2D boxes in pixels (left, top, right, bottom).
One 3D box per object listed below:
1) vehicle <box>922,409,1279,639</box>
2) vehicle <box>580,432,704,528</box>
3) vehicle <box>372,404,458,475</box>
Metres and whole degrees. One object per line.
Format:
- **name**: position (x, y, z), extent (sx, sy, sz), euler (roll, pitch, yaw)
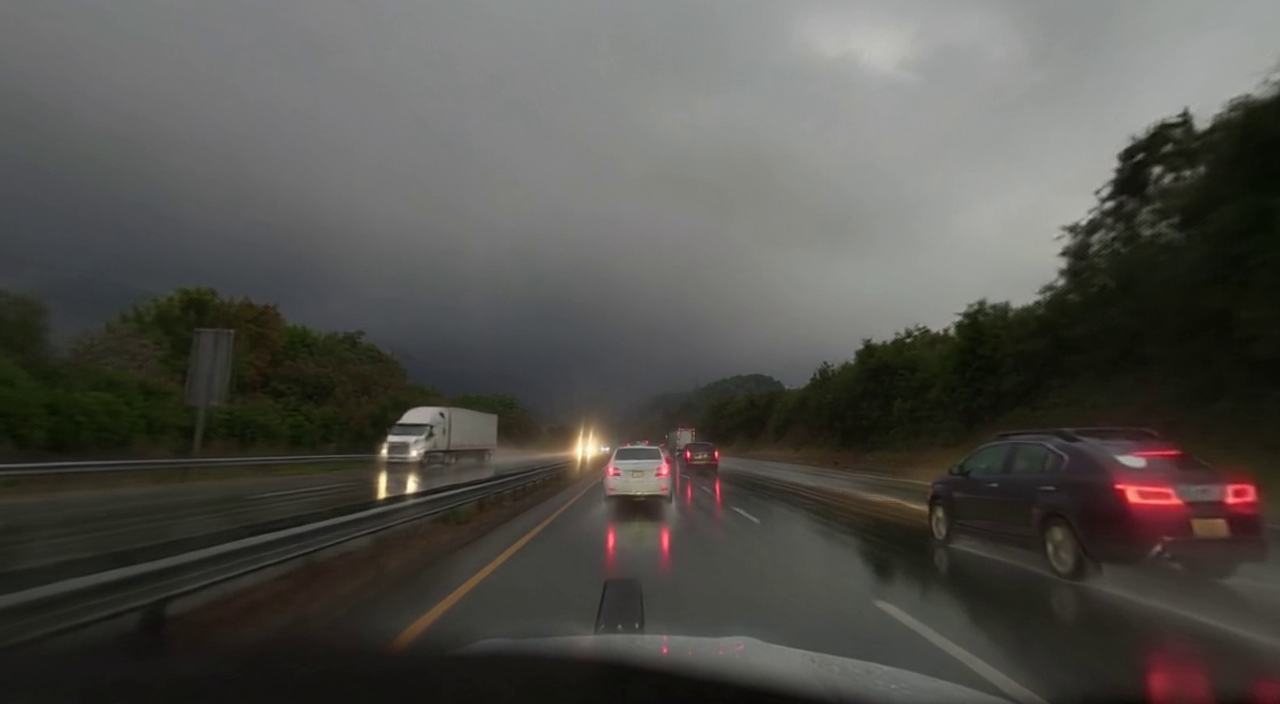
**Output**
- **vehicle**: position (4.730, 1.450, 6.267), extent (1.931, 1.516, 3.995), euler (0, -9, -1)
- **vehicle**: position (-0.002, 2.452, 12.545), extent (2.088, 1.580, 3.657), euler (0, -9, -1)
- **vehicle**: position (-13.581, 5.392, 38.560), extent (2.937, 3.963, 5.772), euler (-1, -9, 1)
